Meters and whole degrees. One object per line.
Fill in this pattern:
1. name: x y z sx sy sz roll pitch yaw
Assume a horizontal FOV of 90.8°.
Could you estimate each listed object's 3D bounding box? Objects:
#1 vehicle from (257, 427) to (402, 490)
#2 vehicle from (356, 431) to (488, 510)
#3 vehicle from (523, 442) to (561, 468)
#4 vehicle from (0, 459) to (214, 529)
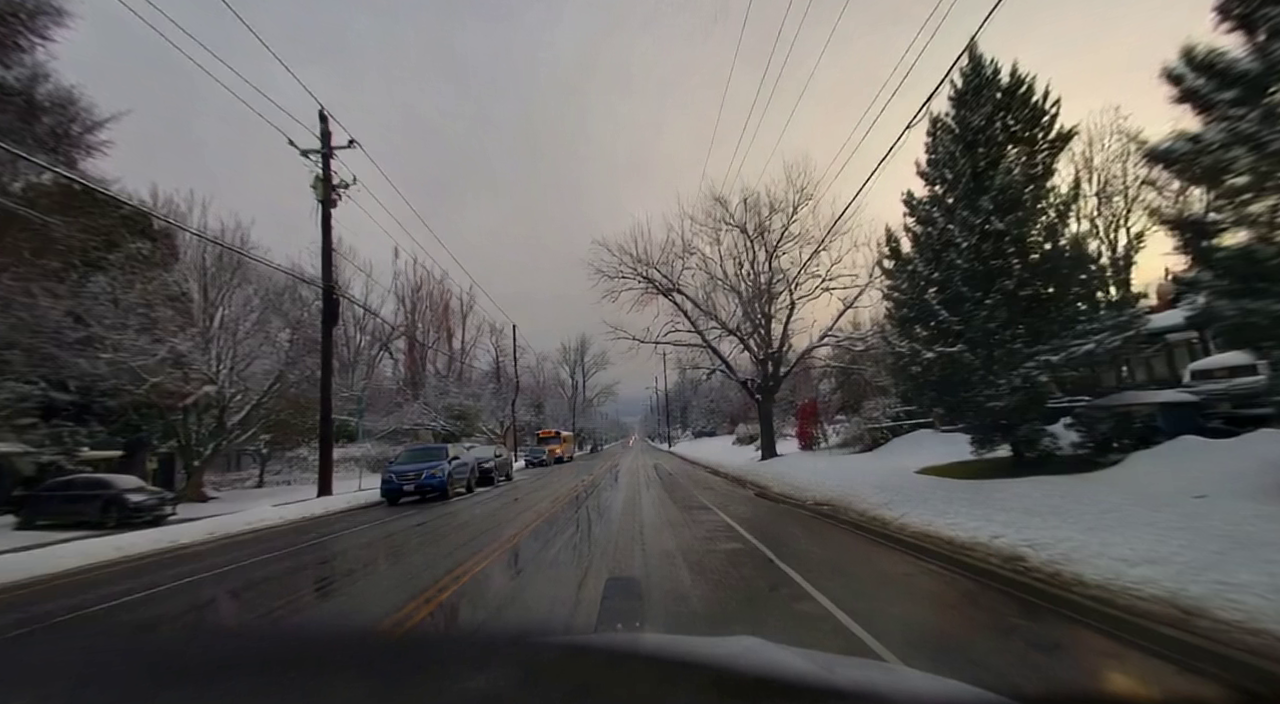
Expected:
1. vehicle: -14.457 4.982 29.559 5.883 2.467 2.214 -5 -9 9
2. vehicle: -6.617 3.642 19.968 2.284 1.939 5.502 -5 -9 -2
3. vehicle: -6.796 7.163 44.031 2.023 1.721 4.418 0 -8 -1
4. vehicle: -12.736 3.279 14.910 4.267 1.459 1.801 -2 -9 9
